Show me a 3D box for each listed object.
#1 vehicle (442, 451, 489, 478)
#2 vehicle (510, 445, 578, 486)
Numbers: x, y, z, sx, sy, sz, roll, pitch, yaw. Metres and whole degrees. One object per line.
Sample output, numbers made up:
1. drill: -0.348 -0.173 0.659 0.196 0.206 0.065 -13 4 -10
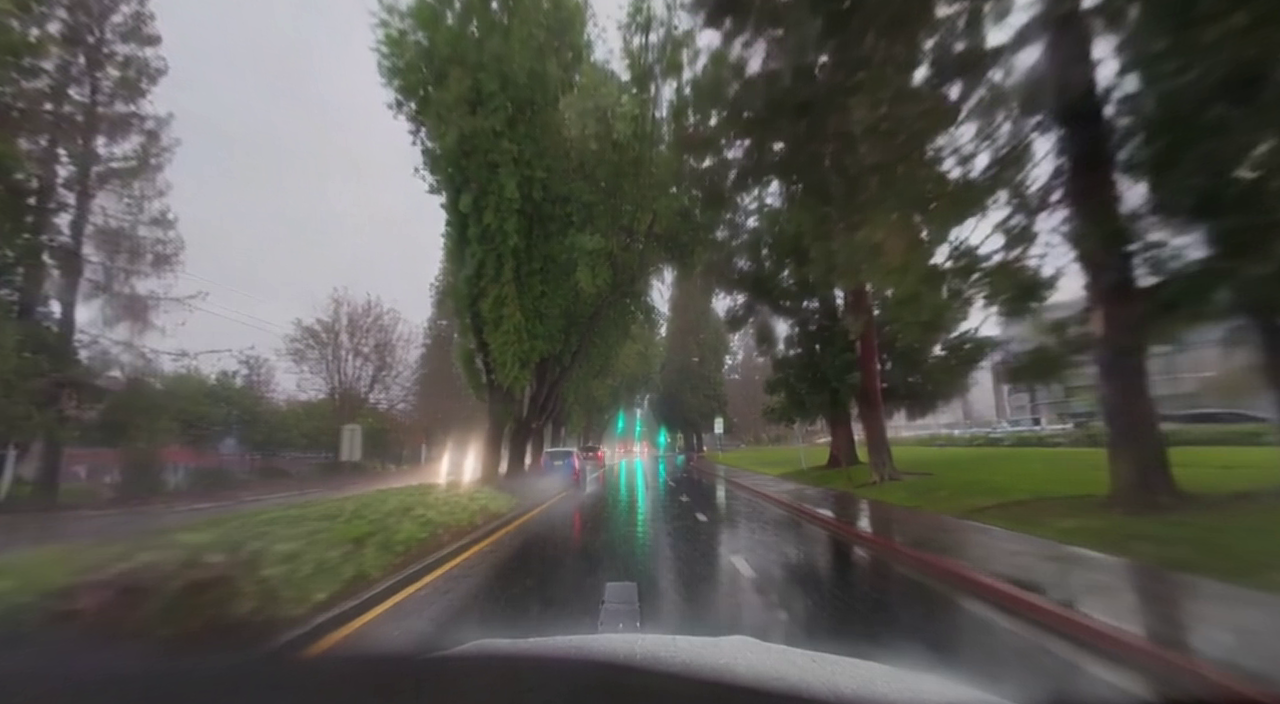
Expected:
1. vehicle: -11.917 7.684 43.393 1.988 1.660 4.317 0 -8 0
2. vehicle: -3.592 4.297 24.331 1.932 1.431 4.144 0 -8 1
